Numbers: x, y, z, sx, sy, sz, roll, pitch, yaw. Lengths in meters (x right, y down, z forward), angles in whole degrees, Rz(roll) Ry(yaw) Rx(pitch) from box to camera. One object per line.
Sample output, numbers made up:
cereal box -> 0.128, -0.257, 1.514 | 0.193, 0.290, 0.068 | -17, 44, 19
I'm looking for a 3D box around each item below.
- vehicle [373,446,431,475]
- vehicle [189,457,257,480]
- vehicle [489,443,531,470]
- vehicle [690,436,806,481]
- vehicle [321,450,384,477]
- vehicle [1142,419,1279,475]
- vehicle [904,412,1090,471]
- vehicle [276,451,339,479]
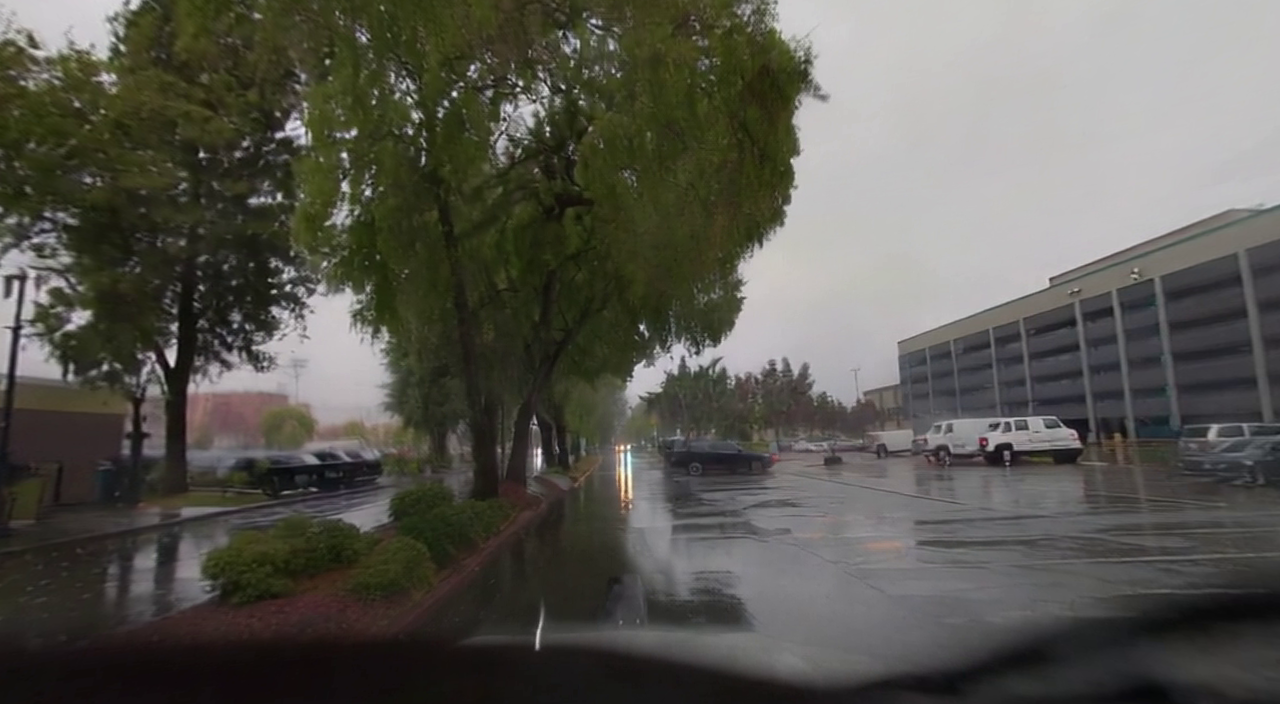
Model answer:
vehicle -> -15.096, 6.875, 40.378 | 1.888, 1.657, 4.138 | -1, -8, 3
vehicle -> -29.446, 8.227, 44.760 | 1.849, 1.444, 4.533 | 0, -9, -2
vehicle -> -8.622, 6.935, 42.206 | 1.993, 1.640, 4.457 | 0, -8, -2
vehicle -> 4.519, 4.368, 26.218 | 4.626, 1.723, 1.939 | 5, -10, -33
vehicle -> -17.939, 6.944, 39.638 | 1.850, 1.531, 4.256 | 0, -8, 2
vehicle -> 25.083, 4.031, 26.884 | 5.596, 2.168, 2.307 | 2, -7, -5
vehicle -> 13.159, 3.323, 23.540 | 5.540, 2.045, 2.259 | 0, -8, -3
vehicle -> -20.951, 7.117, 39.988 | 1.880, 1.617, 3.870 | 0, -8, 0
